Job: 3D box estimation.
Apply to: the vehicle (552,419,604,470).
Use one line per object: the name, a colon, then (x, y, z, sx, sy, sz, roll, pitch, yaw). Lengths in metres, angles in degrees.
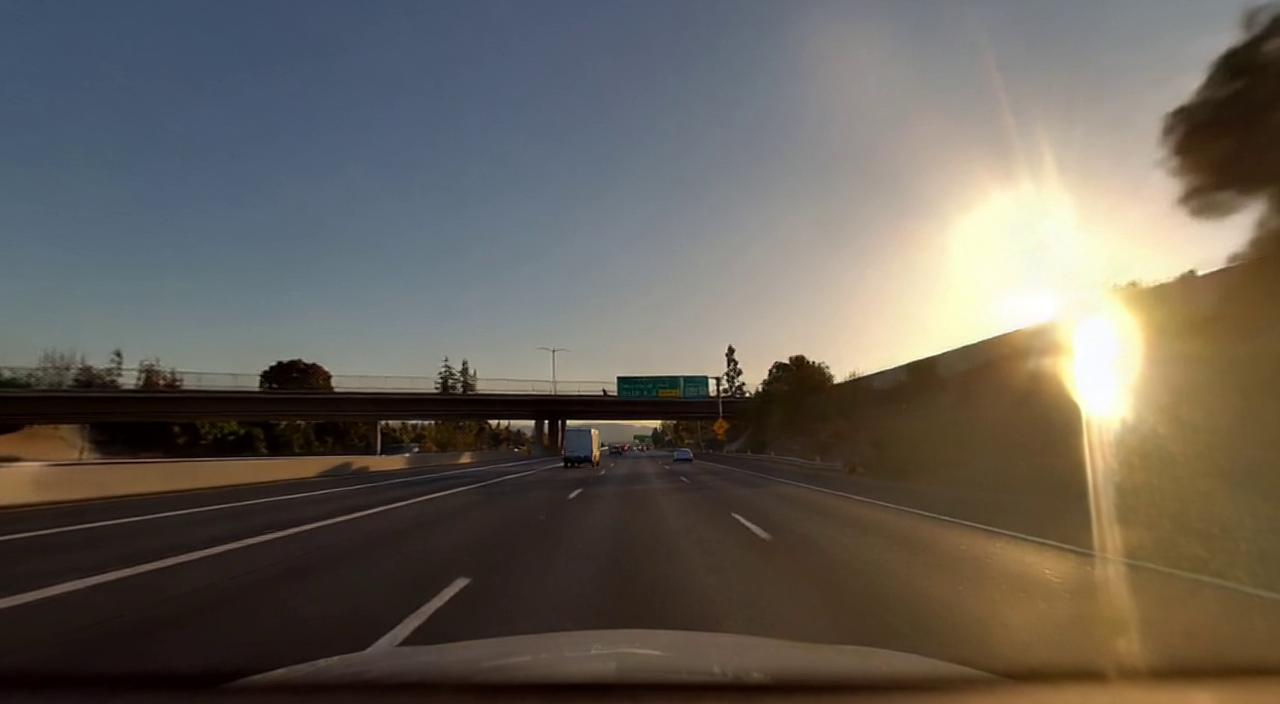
vehicle: (-3.822, 5.967, 40.691, 2.881, 2.937, 7.045, 0, -9, -2)
